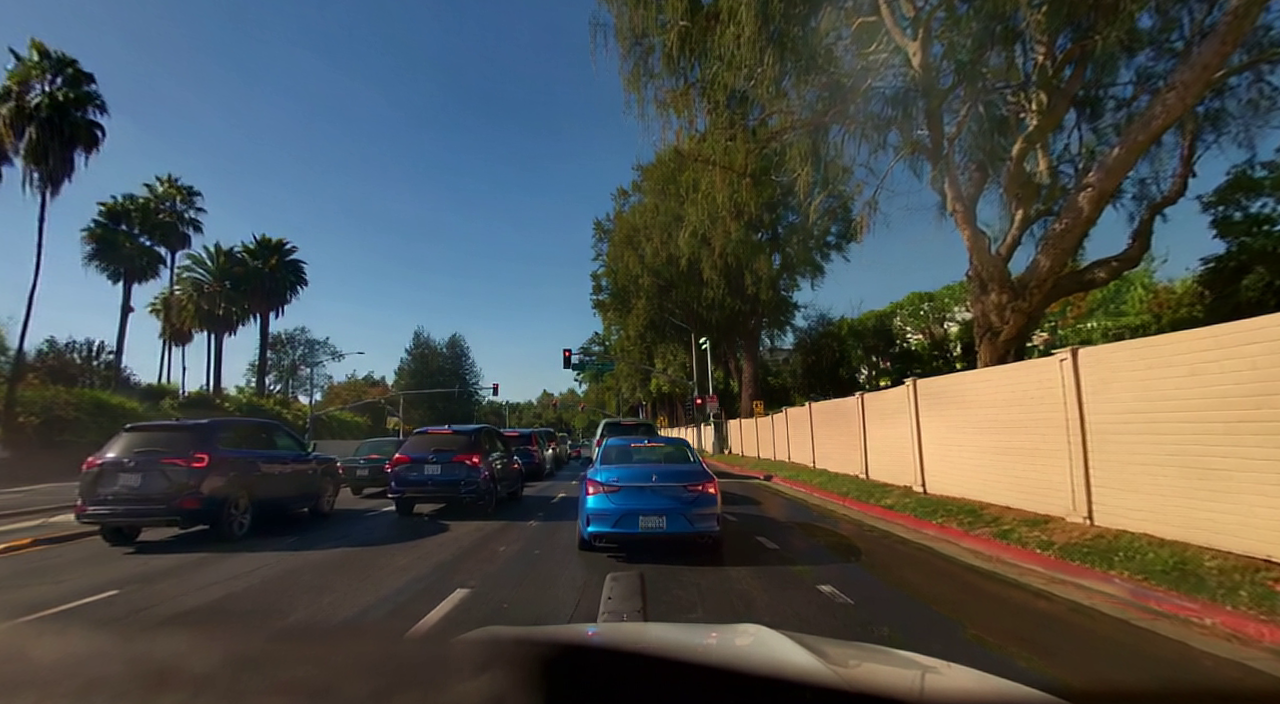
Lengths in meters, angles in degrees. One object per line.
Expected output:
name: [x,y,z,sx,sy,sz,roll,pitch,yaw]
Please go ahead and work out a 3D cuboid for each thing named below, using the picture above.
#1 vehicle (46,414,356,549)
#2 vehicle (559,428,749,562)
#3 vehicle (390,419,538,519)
vehicle: [-6.684,2.001,10.422,1.963,1.721,4.467,0,-8,-2]
vehicle: [0.072,1.924,9.267,2.128,1.473,4.272,0,-8,-2]
vehicle: [-3.450,2.380,13.298,2.007,1.746,4.136,0,-8,-2]
